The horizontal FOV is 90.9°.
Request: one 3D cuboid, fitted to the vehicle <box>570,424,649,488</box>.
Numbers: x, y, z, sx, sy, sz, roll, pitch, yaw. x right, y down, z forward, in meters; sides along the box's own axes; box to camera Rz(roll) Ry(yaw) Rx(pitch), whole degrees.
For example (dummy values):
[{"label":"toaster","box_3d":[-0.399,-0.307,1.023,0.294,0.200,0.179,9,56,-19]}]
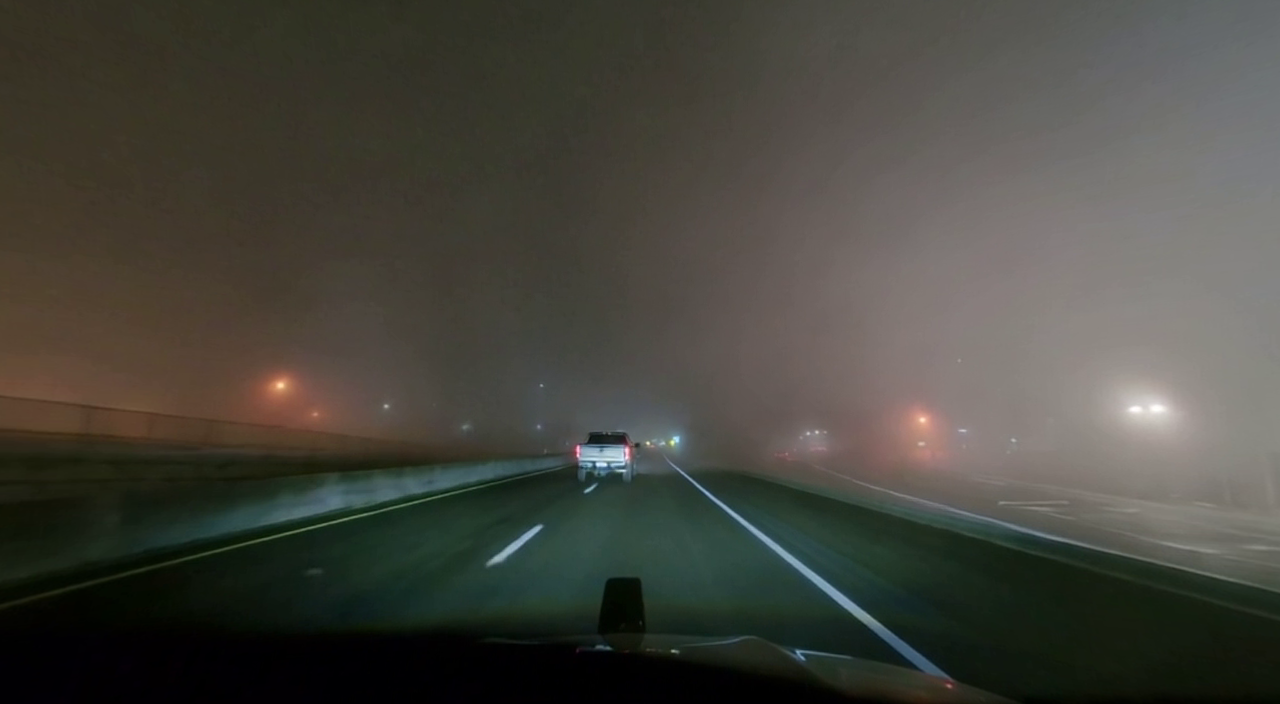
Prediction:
[{"label":"vehicle","box_3d":[-0.908,3.633,22.362,2.350,1.932,5.562,-1,-8,2]}]
